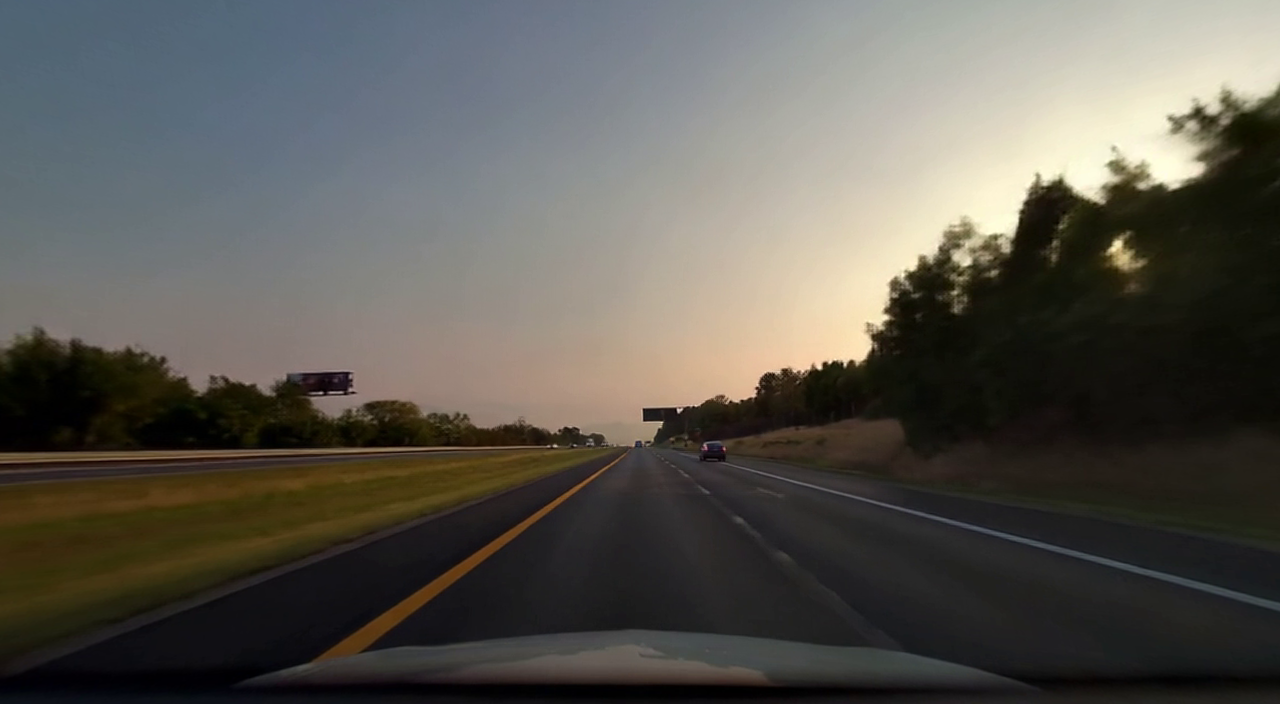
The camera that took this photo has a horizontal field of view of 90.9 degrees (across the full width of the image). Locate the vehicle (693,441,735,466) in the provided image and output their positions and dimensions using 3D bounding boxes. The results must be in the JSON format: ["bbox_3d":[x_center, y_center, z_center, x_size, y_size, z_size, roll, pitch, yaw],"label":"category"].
[{"bbox_3d":[4.572,6.331,39.552,2.012,1.476,4.256,0,-9,-2],"label":"vehicle"}]
